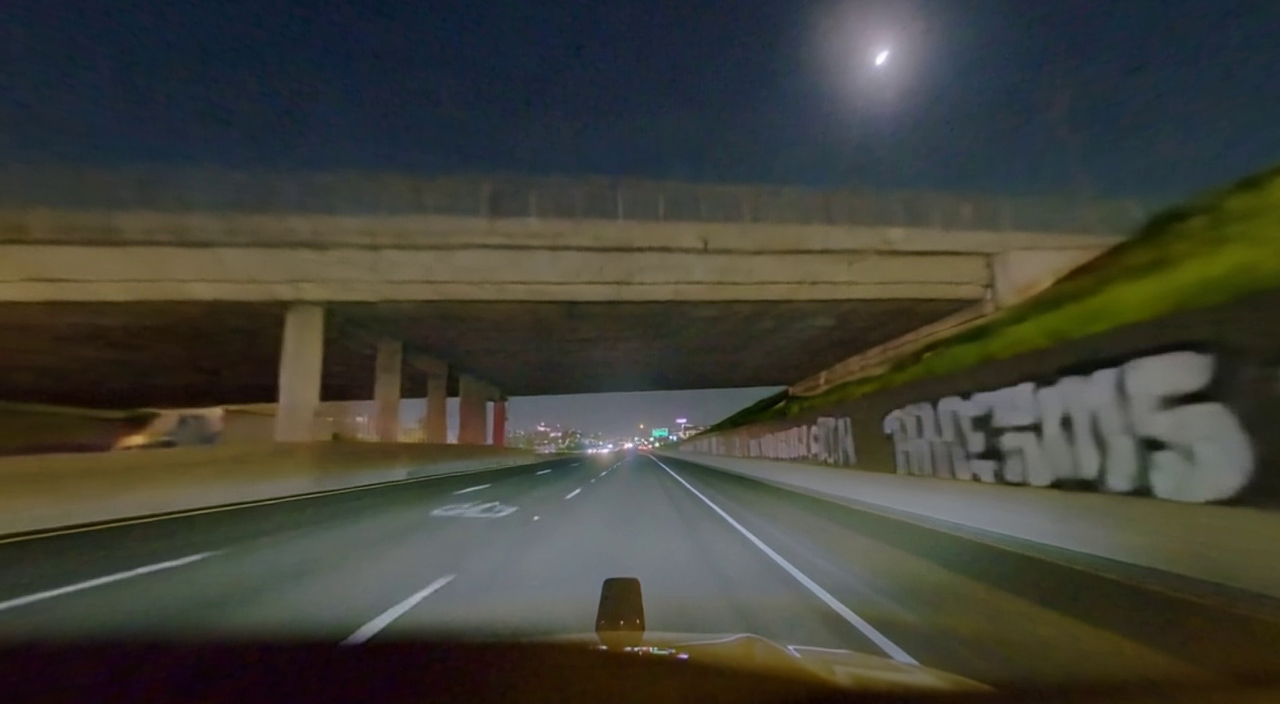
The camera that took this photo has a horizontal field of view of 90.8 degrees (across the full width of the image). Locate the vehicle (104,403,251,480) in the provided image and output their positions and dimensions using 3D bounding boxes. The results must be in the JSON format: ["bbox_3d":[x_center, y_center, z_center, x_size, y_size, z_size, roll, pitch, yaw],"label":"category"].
[{"bbox_3d":[-23.754,4.708,32.875,2.996,3.607,5.868,0,-9,0],"label":"vehicle"}]
